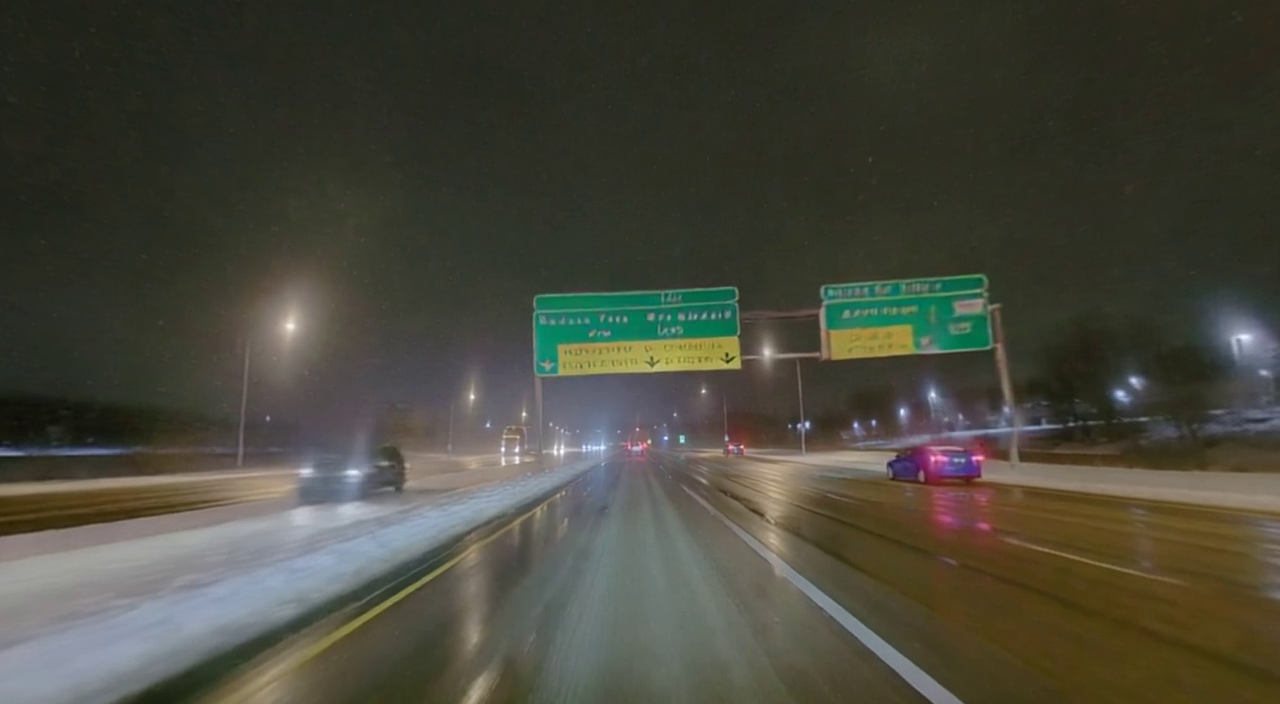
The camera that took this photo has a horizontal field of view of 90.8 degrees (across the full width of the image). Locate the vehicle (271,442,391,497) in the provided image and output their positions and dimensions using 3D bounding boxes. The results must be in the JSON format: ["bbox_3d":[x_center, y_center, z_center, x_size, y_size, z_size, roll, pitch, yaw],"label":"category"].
[{"bbox_3d":[-10.479,3.963,21.808,2.153,1.664,3.881,0,-8,0],"label":"vehicle"}]

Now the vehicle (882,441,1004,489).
[{"bbox_3d":[10.671,3.964,22.734,2.024,1.481,4.747,0,-8,0],"label":"vehicle"}]
